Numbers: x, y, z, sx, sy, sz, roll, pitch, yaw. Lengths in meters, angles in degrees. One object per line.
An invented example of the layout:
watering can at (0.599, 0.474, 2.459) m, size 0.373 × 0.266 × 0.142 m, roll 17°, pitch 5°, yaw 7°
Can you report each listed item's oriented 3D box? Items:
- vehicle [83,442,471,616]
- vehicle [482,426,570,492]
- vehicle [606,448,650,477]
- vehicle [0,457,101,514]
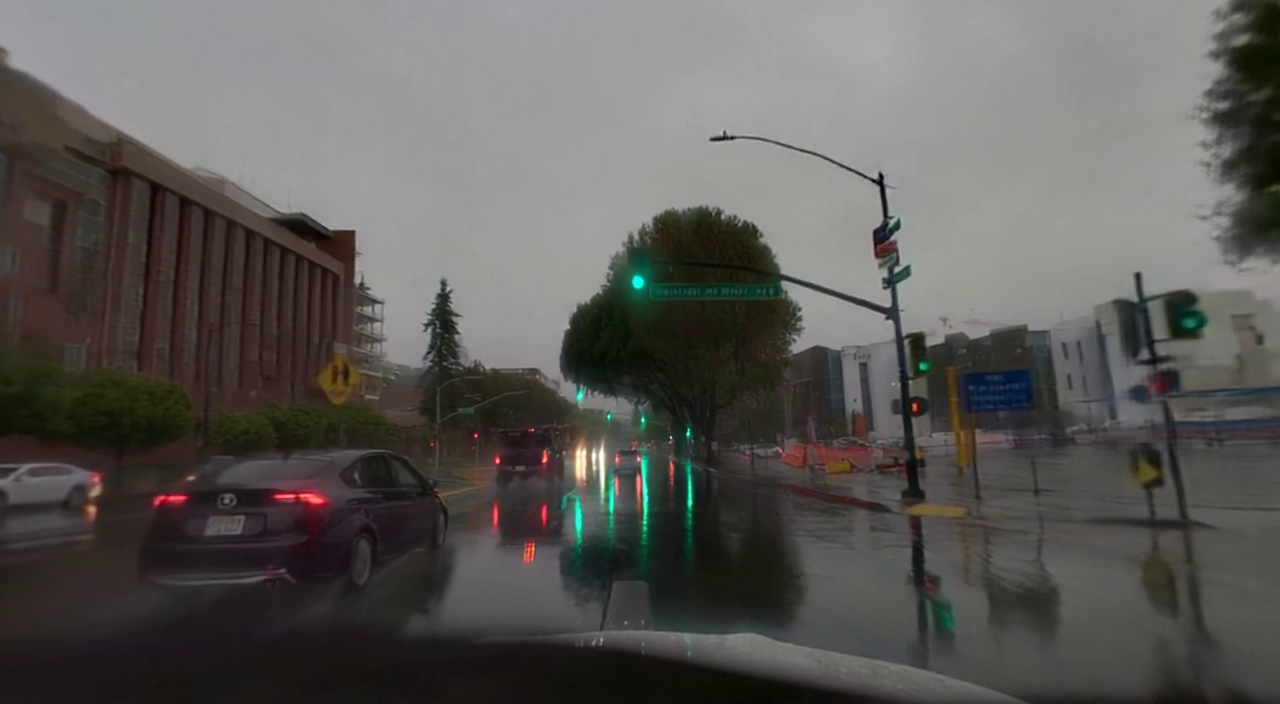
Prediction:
vehicle at (-3.615, 1.808, 7.527) m, size 1.959 × 1.406 × 4.527 m, roll 0°, pitch -8°, yaw 0°
vehicle at (-3.881, 3.755, 22.360) m, size 2.240 × 2.054 × 4.662 m, roll 0°, pitch -9°, yaw 0°
vehicle at (-0.637, 5.848, 33.724) m, size 2.171 × 1.422 × 4.146 m, roll 0°, pitch -9°, yaw -1°
vehicle at (-19.326, 4.087, 19.367) m, size 1.867 × 1.543 × 4.064 m, roll -2°, pitch -9°, yaw 0°
